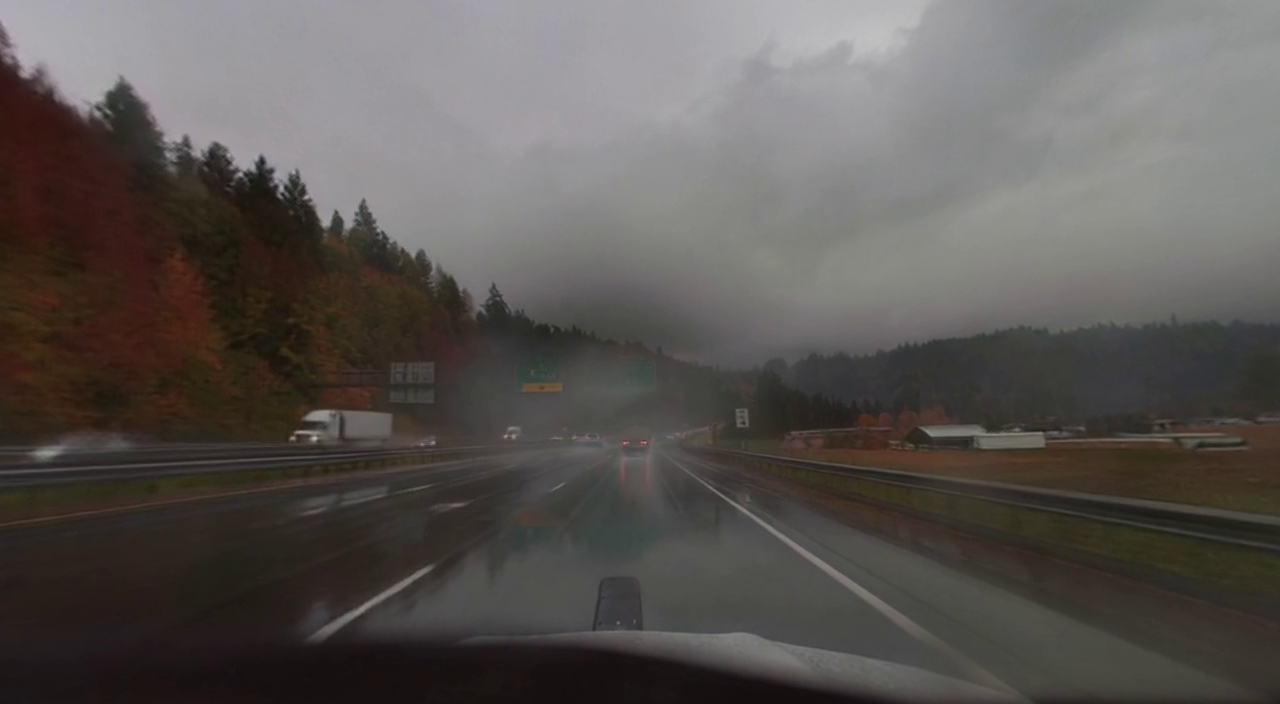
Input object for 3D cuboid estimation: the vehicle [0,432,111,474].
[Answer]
[{"bbox_3d":[-24.401,4.057,25.645,1.901,1.550,4.248,0,-8,1],"label":"vehicle"}]
